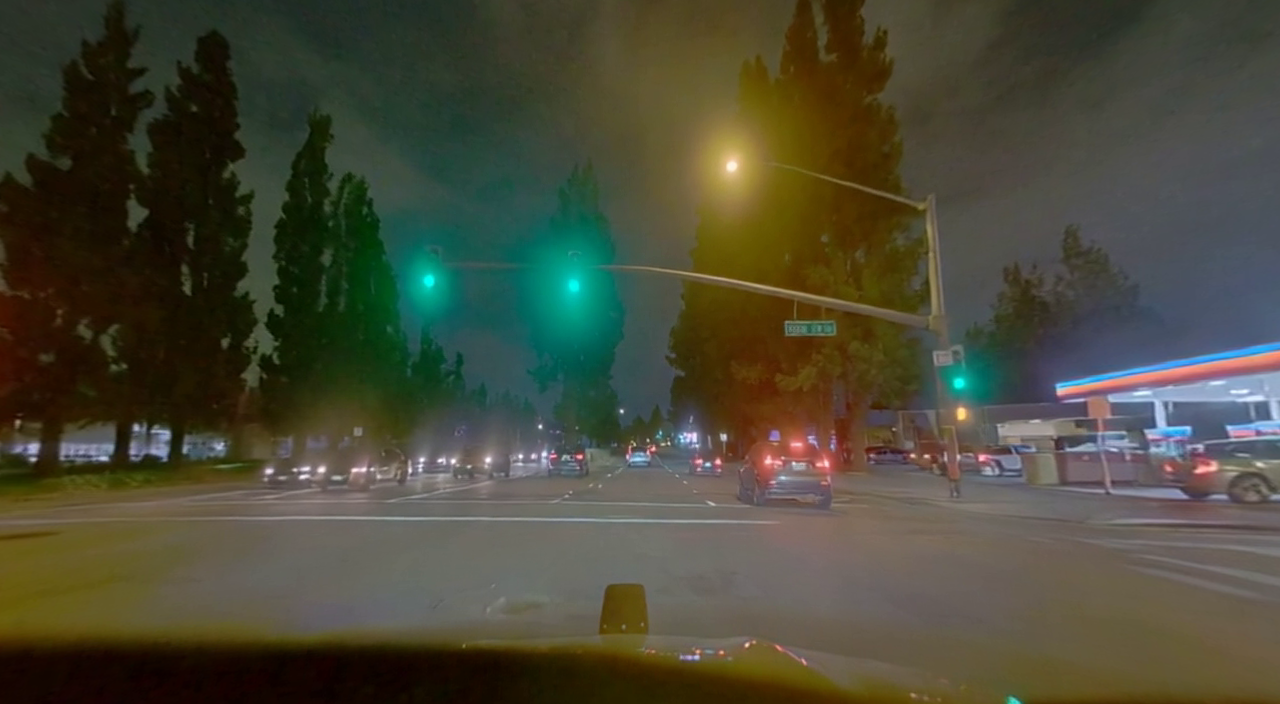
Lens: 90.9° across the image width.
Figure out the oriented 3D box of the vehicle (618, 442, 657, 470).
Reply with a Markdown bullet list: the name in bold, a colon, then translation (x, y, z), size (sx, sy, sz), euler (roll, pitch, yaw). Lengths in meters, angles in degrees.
- **vehicle**: translation (-0.121, 5.838, 35.560), size (2.104, 1.477, 4.591), euler (0, -9, 0)

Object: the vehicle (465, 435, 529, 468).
- **vehicle**: translation (-9.113, 6.429, 40.835), size (2.455, 1.904, 6.030), euler (-1, -9, 2)

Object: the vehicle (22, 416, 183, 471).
- **vehicle**: translation (-33.780, 5.808, 39.863), size (7.339, 3.284, 2.857), euler (0, -9, 0)

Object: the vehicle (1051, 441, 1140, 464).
- **vehicle**: translation (30.635, 6.768, 42.464), size (4.587, 1.422, 1.853), euler (0, -9, -1)

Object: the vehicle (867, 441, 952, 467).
- **vehicle**: translation (17.030, 6.461, 40.013), size (4.506, 1.604, 1.830), euler (0, -9, -1)

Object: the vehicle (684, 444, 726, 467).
- **vehicle**: translation (4.294, 6.958, 42.536), size (2.174, 1.462, 4.400), euler (0, -9, -3)

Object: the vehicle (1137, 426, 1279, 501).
- **vehicle**: translation (17.736, 3.009, 17.554), size (5.585, 1.866, 2.607), euler (-1, -9, -2)

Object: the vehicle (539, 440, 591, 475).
- **vehicle**: translation (-3.675, 5.230, 31.525), size (2.023, 1.607, 4.086), euler (0, -9, 1)

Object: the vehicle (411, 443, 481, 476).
- **vehicle**: translation (-9.129, 5.067, 29.949), size (2.001, 1.461, 3.859), euler (-1, -9, 2)

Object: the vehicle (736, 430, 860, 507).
- **vehicle**: translation (3.827, 2.902, 16.148), size (2.022, 1.683, 4.171), euler (0, -9, -1)

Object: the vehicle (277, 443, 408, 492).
- **vehicle**: translation (-9.664, 3.766, 21.020), size (2.023, 1.433, 4.699), euler (0, -9, 1)
